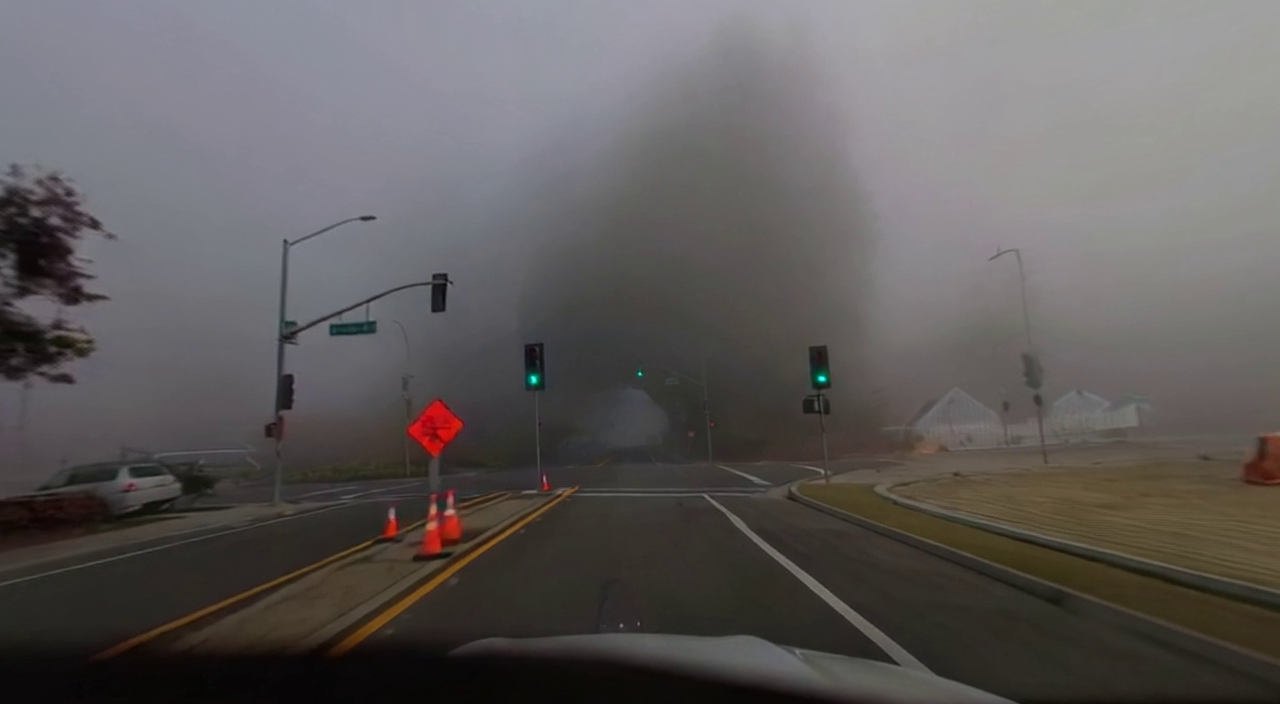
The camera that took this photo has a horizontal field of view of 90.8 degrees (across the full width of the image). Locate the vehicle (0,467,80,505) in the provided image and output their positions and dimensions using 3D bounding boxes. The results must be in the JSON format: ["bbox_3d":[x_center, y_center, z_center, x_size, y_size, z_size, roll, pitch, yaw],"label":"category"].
[{"bbox_3d":[-33.758,7.273,34.335,4.433,1.908,2.090,0,-8,-4],"label":"vehicle"}]
